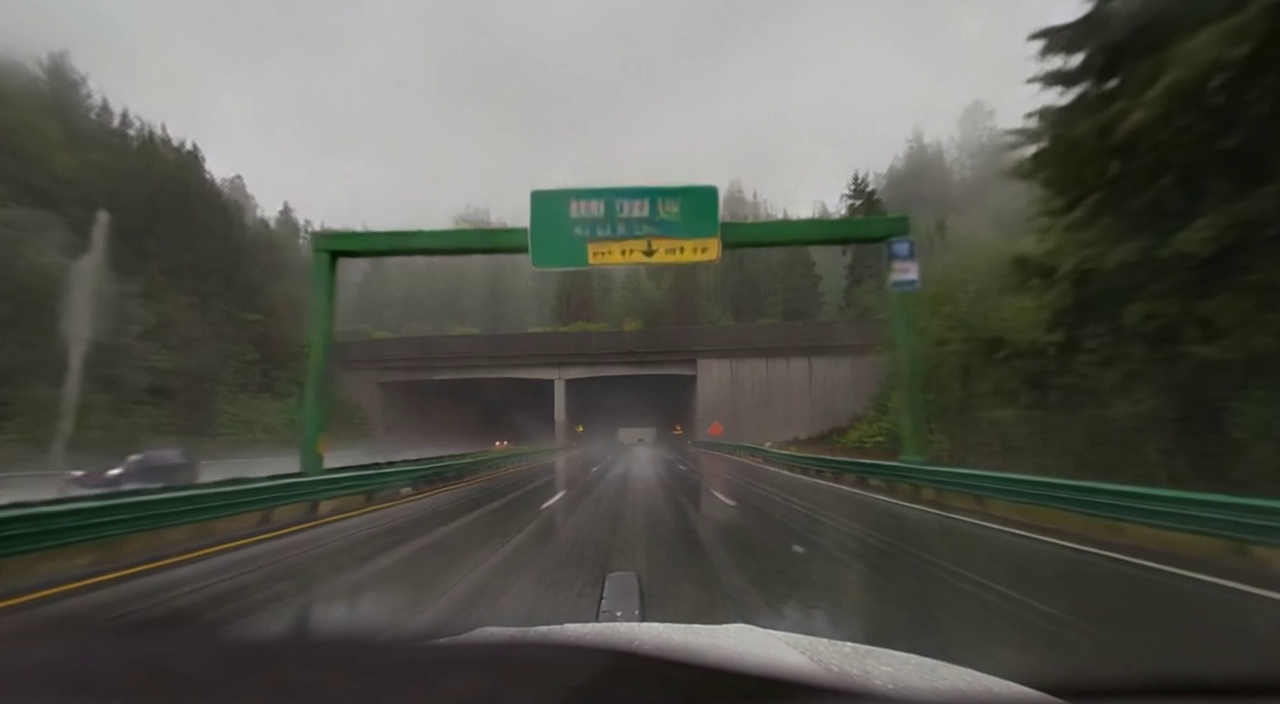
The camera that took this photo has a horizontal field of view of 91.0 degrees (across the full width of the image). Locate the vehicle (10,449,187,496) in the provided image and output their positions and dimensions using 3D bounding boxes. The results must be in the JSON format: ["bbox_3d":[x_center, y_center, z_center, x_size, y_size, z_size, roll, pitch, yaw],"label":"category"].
[{"bbox_3d":[-19.139,4.234,22.661,2.167,1.427,4.906,0,-8,-3],"label":"vehicle"}]
